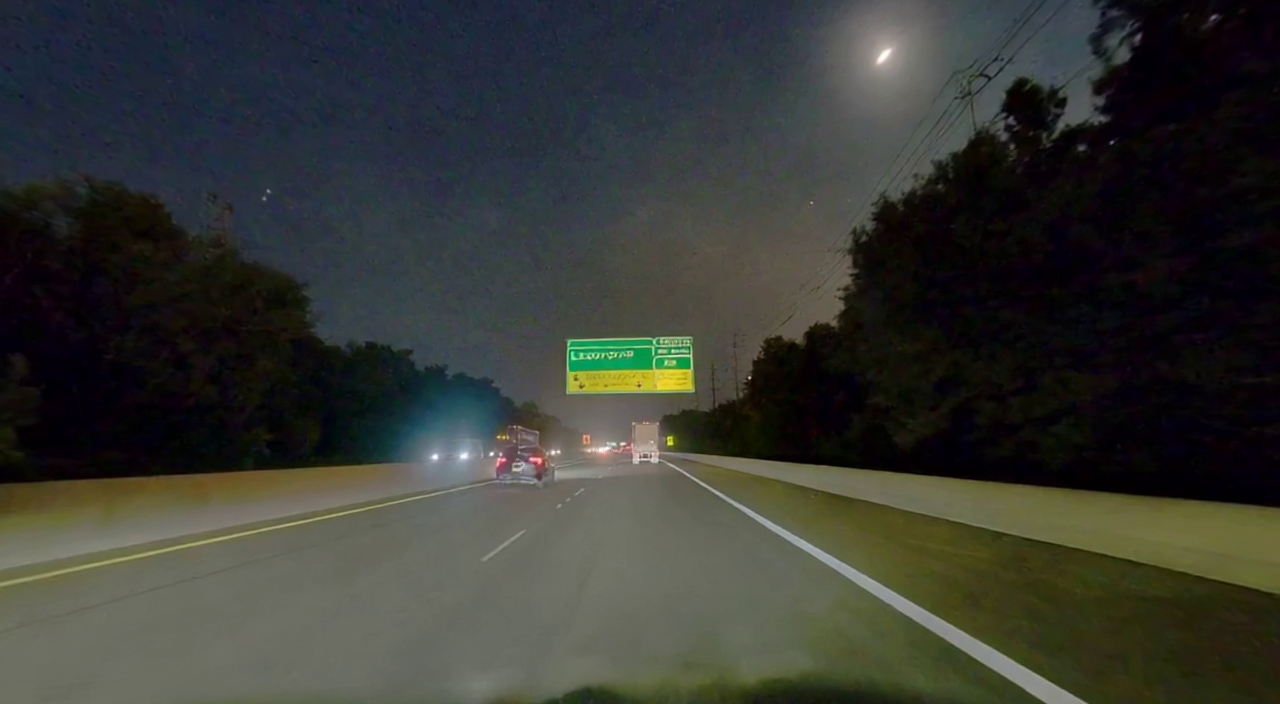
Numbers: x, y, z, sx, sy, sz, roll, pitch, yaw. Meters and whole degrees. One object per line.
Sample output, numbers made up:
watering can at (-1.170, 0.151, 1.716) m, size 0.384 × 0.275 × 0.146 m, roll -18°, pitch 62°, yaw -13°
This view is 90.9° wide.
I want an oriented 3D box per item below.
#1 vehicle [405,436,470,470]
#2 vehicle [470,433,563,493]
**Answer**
vehicle at (-11.872, 5.937, 37.342) m, size 2.165 × 1.856 × 5.016 m, roll 0°, pitch -9°, yaw 0°
vehicle at (-3.869, 3.569, 20.523) m, size 2.111 × 1.735 × 4.066 m, roll 0°, pitch -9°, yaw 1°
